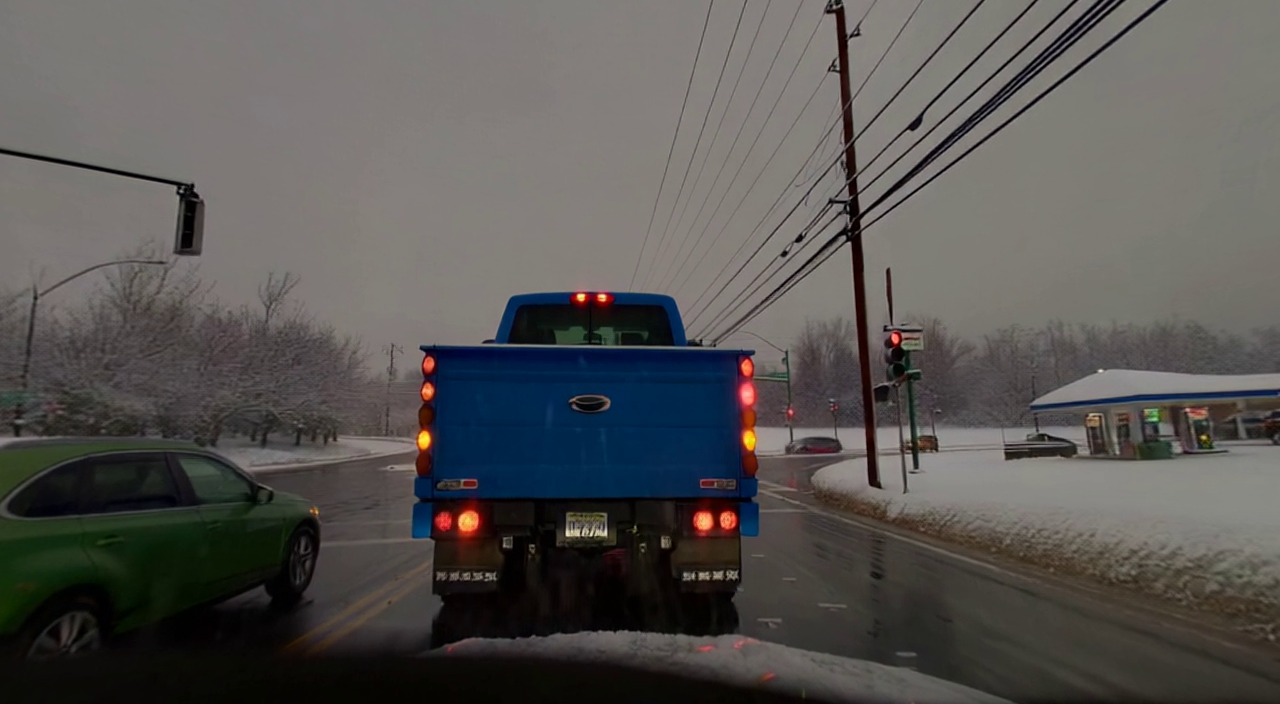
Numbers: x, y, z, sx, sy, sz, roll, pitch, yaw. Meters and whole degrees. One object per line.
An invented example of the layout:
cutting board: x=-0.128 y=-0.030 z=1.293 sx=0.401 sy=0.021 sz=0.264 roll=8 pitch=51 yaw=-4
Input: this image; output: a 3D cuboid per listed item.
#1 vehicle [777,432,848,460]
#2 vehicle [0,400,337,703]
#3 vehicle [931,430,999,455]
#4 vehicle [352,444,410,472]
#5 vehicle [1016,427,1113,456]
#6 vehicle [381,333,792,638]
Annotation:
vehicle: x=11.702 y=6.369 z=42.600 sx=4.975 sy=1.799 sz=2.117 roll=7 pitch=-11 yaw=-40
vehicle: x=-3.963 y=1.193 z=3.989 sx=2.017 sy=1.555 sz=4.150 roll=-1 pitch=-9 yaw=0
vehicle: x=24.047 y=6.715 z=46.515 sx=5.021 sy=1.757 sz=2.012 roll=5 pitch=-10 yaw=-30
vehicle: x=-17.149 y=7.016 z=41.912 sx=2.133 sy=1.690 sz=4.331 roll=0 pitch=-9 yaw=-3
vehicle: x=25.535 y=5.398 z=37.960 sx=4.419 sy=1.496 sz=1.854 roll=-2 pitch=-9 yaw=1
vehicle: x=-0.428 y=1.328 z=7.219 sx=2.859 sy=2.144 sz=5.406 roll=0 pitch=-9 yaw=-1
